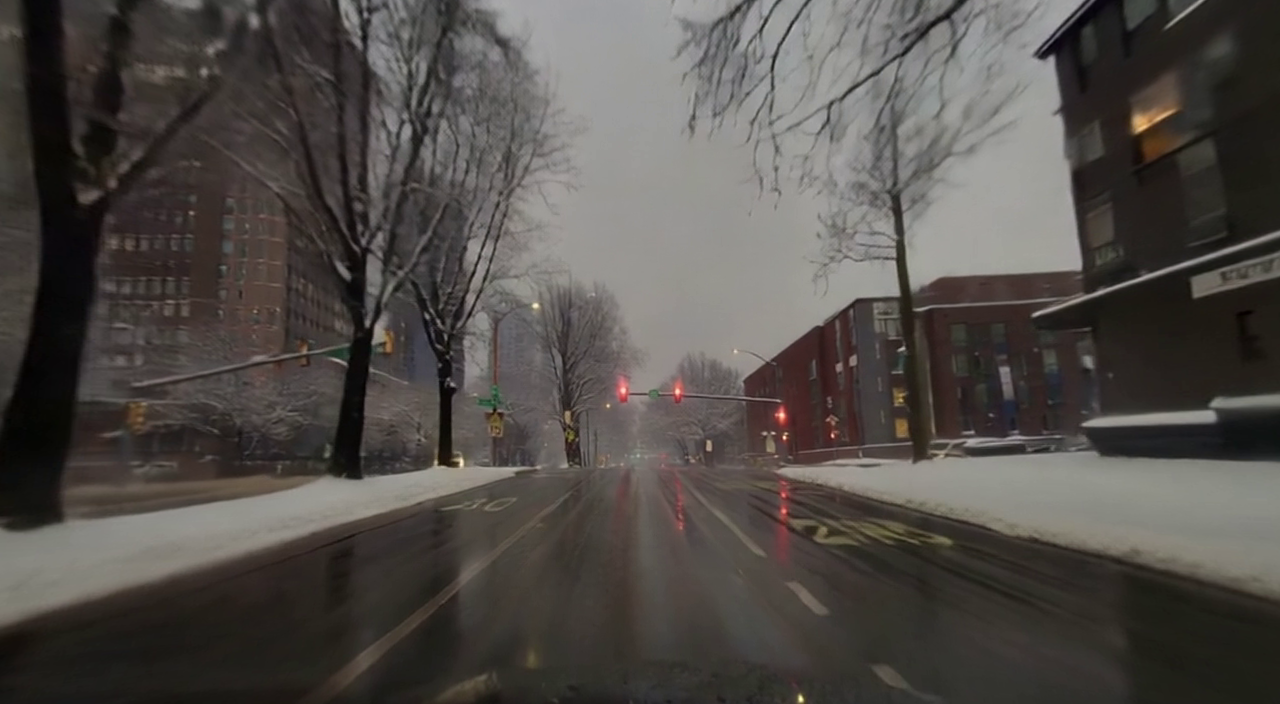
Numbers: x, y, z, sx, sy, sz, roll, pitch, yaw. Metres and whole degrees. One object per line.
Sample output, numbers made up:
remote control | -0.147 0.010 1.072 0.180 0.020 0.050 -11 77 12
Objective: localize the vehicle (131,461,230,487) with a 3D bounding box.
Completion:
vehicle | -29.916 7.955 41.246 4.758 1.549 2.194 0 -8 0
